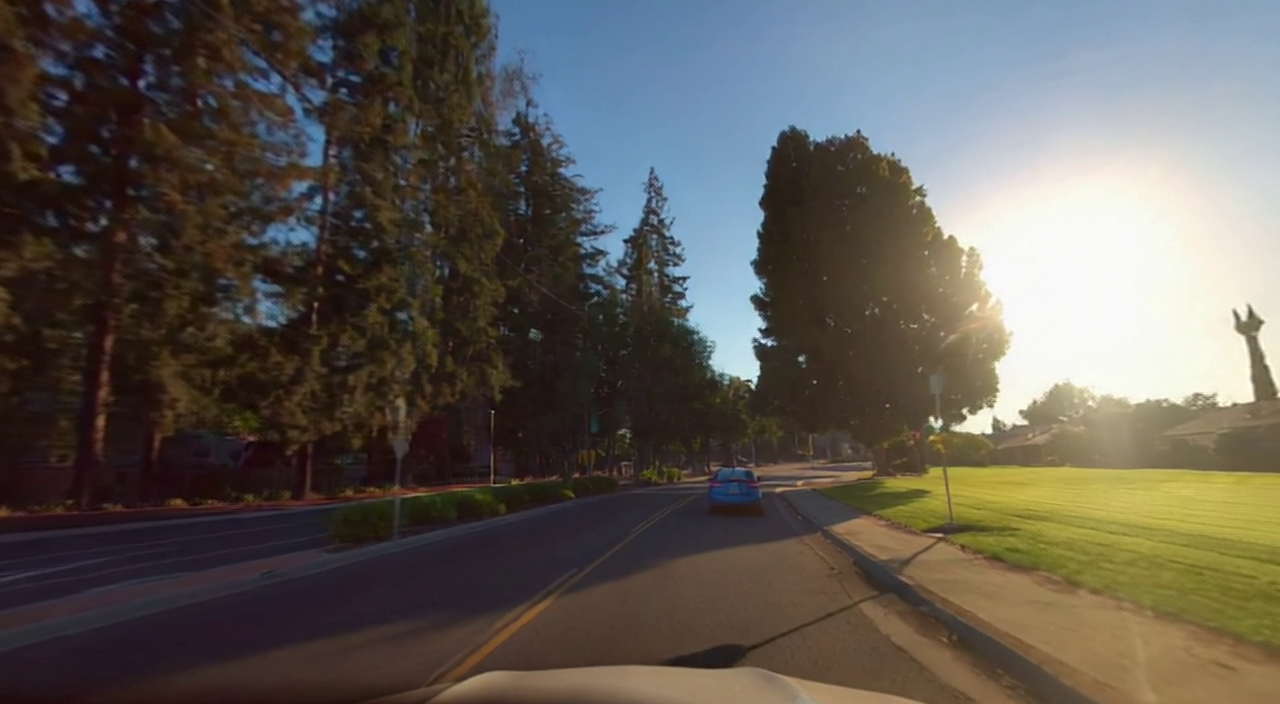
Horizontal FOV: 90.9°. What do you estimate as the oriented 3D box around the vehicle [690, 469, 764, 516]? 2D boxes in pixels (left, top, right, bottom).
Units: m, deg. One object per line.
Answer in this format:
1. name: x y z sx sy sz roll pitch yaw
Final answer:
1. vehicle: 2.874 4.332 19.783 1.972 1.250 5.282 -2 -11 11
